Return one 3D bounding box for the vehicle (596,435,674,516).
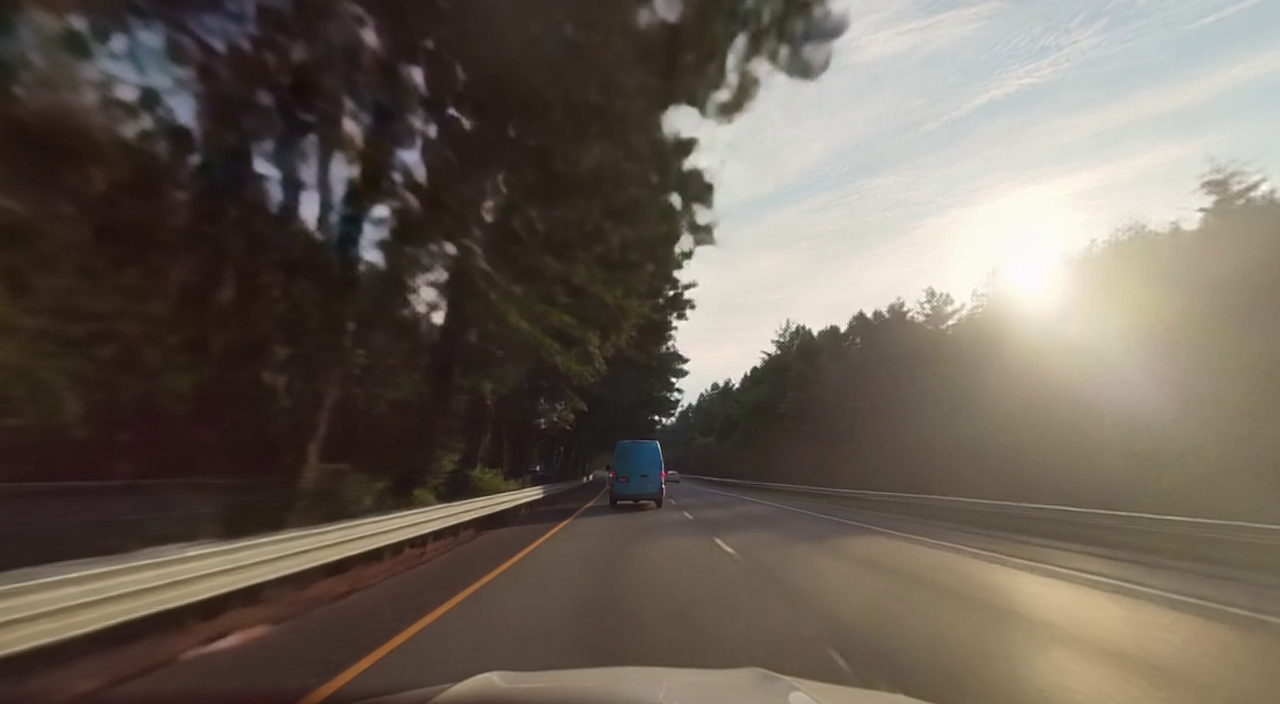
[{"bbox_3d":[-0.268,4.355,22.503,2.375,2.432,6.161,1,-10,-2],"label":"vehicle"}]
